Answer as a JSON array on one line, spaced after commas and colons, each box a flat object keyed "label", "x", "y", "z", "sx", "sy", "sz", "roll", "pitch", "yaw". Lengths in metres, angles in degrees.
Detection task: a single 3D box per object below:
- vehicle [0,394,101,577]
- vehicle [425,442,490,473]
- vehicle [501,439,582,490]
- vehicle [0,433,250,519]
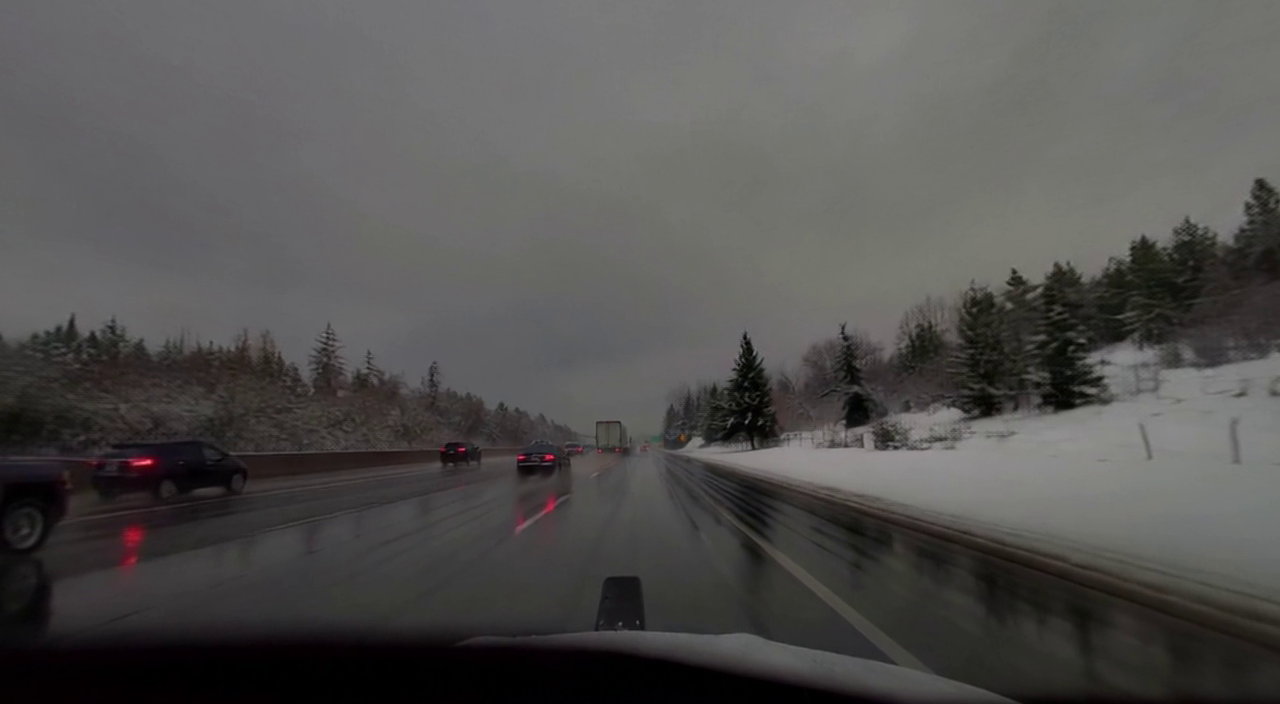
[{"label": "vehicle", "x": -7.392, "y": 1.048, "z": 4.462, "sx": 2.115, "sy": 1.778, "sz": 5.572, "roll": 0, "pitch": -9, "yaw": 1}, {"label": "vehicle", "x": -9.514, "y": 5.522, "z": 33.153, "sx": 2.036, "sy": 1.506, "sz": 4.358, "roll": 0, "pitch": -9, "yaw": 1}, {"label": "vehicle", "x": -3.218, "y": 3.770, "z": 21.389, "sx": 1.931, "sy": 1.528, "sz": 4.126, "roll": 0, "pitch": -8, "yaw": 2}, {"label": "vehicle", "x": -11.007, "y": 2.541, "z": 13.564, "sx": 1.920, "sy": 1.476, "sz": 4.973, "roll": 0, "pitch": -9, "yaw": 1}]
